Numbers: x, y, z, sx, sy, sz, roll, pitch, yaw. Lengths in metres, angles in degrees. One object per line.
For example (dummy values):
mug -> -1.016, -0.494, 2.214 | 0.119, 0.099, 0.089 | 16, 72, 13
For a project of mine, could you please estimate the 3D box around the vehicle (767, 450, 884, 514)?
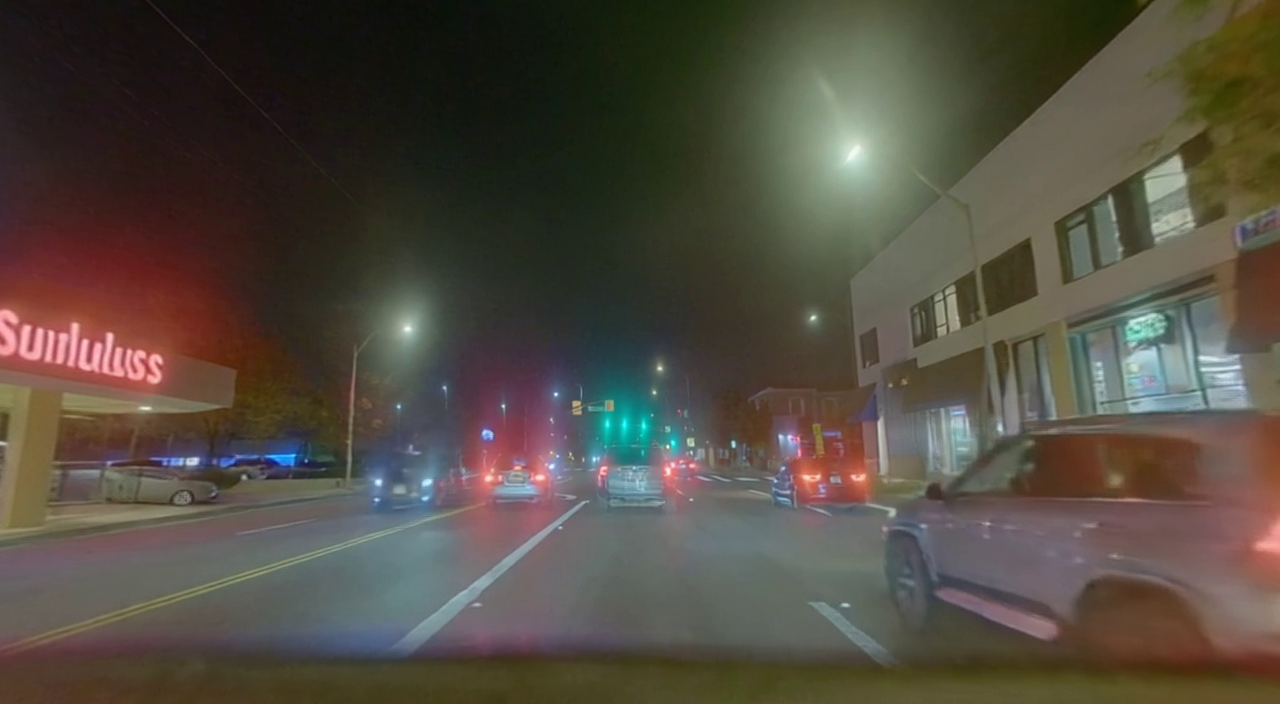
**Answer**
vehicle -> 5.206, 3.683, 18.493 | 1.994, 1.545, 4.919 | 0, -8, 1

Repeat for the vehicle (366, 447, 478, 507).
vehicle -> -6.986, 4.020, 20.812 | 2.121, 1.746, 4.402 | 0, -8, 0

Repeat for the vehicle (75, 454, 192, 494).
vehicle -> -26.312, 6.291, 33.046 | 2.123, 1.820, 5.136 | 0, -8, -4

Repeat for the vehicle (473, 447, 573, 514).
vehicle -> -3.035, 3.414, 17.351 | 1.975, 1.570, 4.456 | 0, -8, -1

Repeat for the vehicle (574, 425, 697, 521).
vehicle -> -0.118, 3.013, 16.394 | 2.638, 2.065, 5.313 | 0, -8, 0

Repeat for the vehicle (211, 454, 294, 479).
vehicle -> -27.362, 8.092, 44.596 | 4.458, 1.608, 2.051 | 0, -8, 2

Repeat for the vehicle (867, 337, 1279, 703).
vehicle -> 3.343, 1.072, 3.695 | 2.276, 1.787, 4.630 | 0, -8, 0
